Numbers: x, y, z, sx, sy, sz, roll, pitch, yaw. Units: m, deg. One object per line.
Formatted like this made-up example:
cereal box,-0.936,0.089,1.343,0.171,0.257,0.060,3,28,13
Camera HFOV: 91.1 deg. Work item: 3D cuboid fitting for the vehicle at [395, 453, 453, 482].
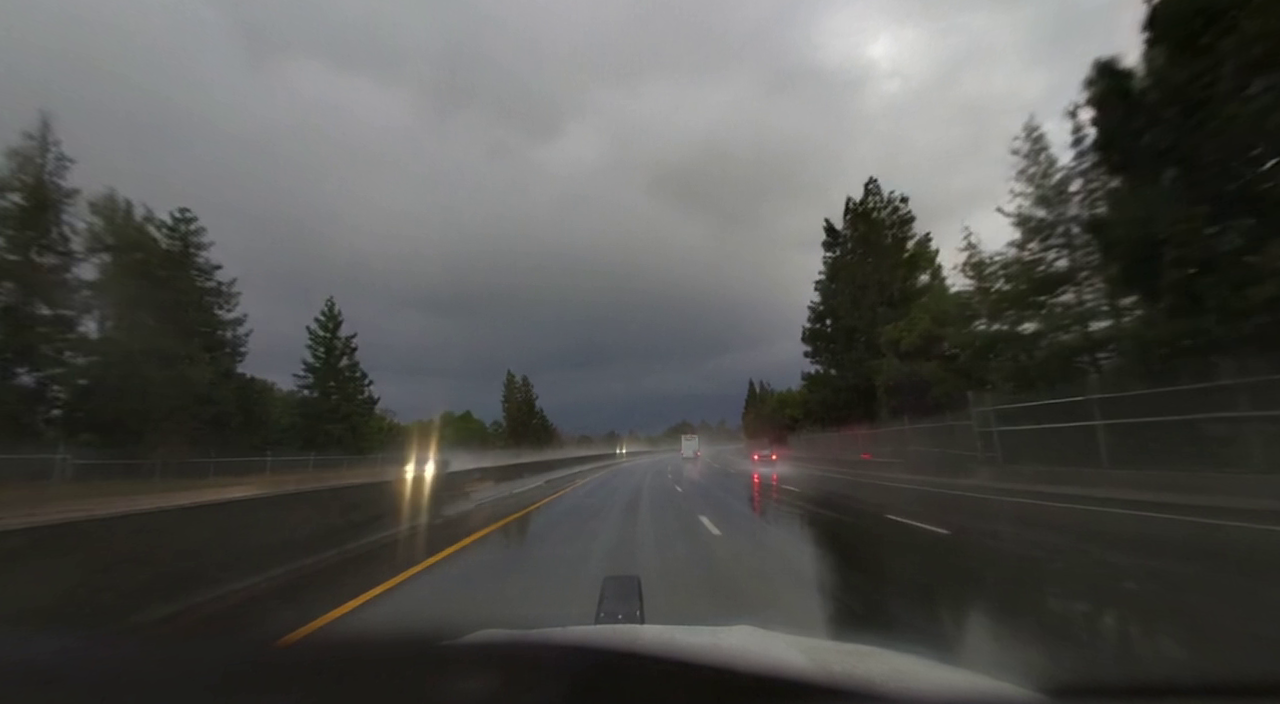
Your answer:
vehicle,-12.129,6.506,35.614,1.876,1.462,3.677,-1,-9,2

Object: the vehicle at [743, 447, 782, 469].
vehicle,8.947,7.796,46.396,1.983,1.486,4.545,-1,-9,0
